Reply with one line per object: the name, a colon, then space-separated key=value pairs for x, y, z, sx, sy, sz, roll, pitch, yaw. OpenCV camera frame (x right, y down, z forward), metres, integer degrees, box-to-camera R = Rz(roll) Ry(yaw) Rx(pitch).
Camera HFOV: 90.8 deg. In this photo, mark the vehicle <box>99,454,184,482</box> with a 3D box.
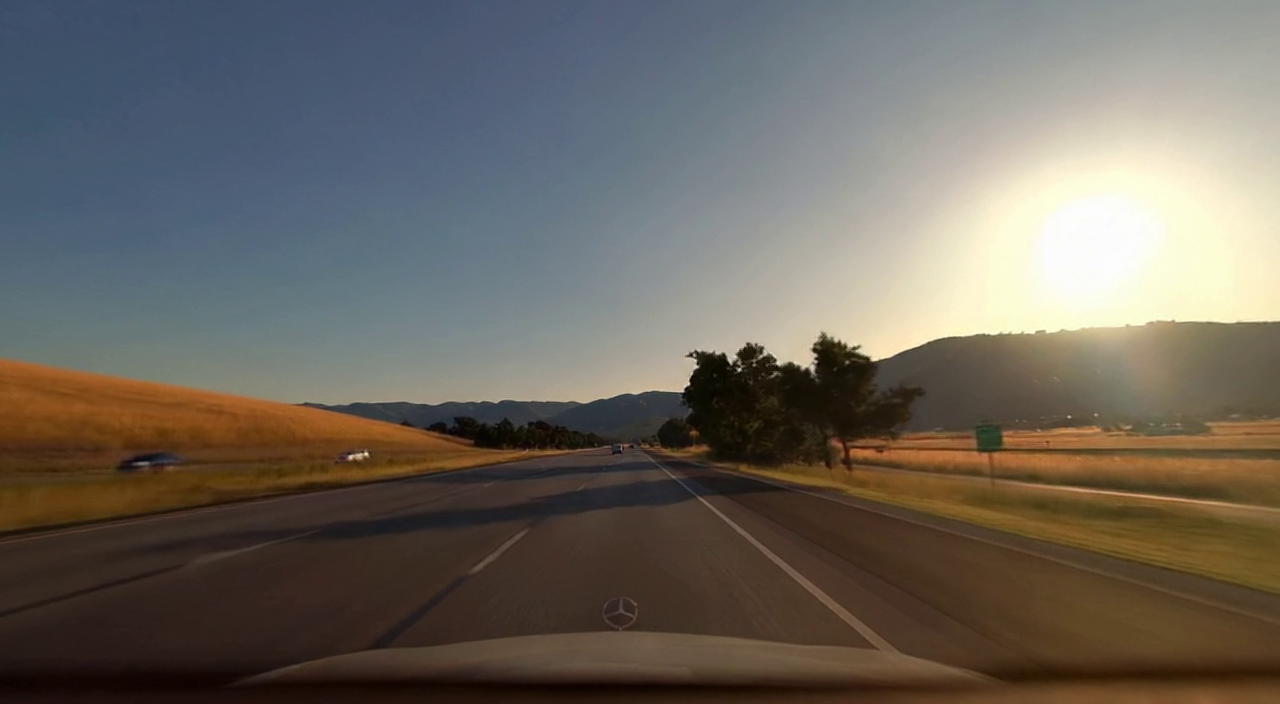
vehicle: x=-32.512 y=7.560 z=41.404 sx=1.890 sy=1.503 sz=4.651 roll=-3 pitch=-8 yaw=-1
